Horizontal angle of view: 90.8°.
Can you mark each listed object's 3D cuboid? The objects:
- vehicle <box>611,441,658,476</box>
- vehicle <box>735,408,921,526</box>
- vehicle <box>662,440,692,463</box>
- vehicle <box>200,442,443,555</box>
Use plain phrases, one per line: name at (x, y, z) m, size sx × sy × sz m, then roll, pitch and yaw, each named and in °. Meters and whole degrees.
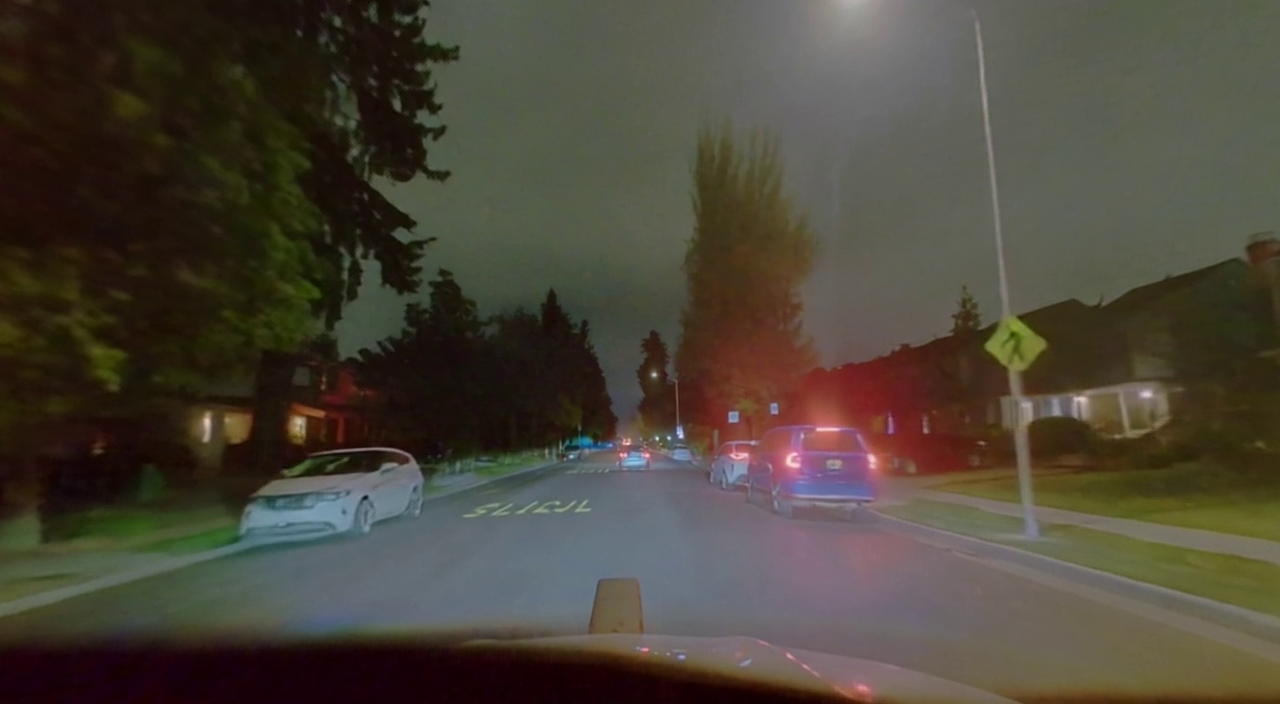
vehicle at (-0.276, 4.840, 28.987) m, size 2.000 × 1.449 × 4.006 m, roll 0°, pitch -8°, yaw -1°
vehicle at (3.533, 2.297, 13.143) m, size 2.221 × 1.960 × 4.927 m, roll 0°, pitch -8°, yaw -1°
vehicle at (2.863, 7.757, 49.324) m, size 1.978 × 1.690 × 4.306 m, roll 0°, pitch -8°, yaw -1°
vehicle at (-5.319, 2.439, 11.421) m, size 1.984 × 1.498 × 4.508 m, roll -3°, pitch -8°, yaw 2°
